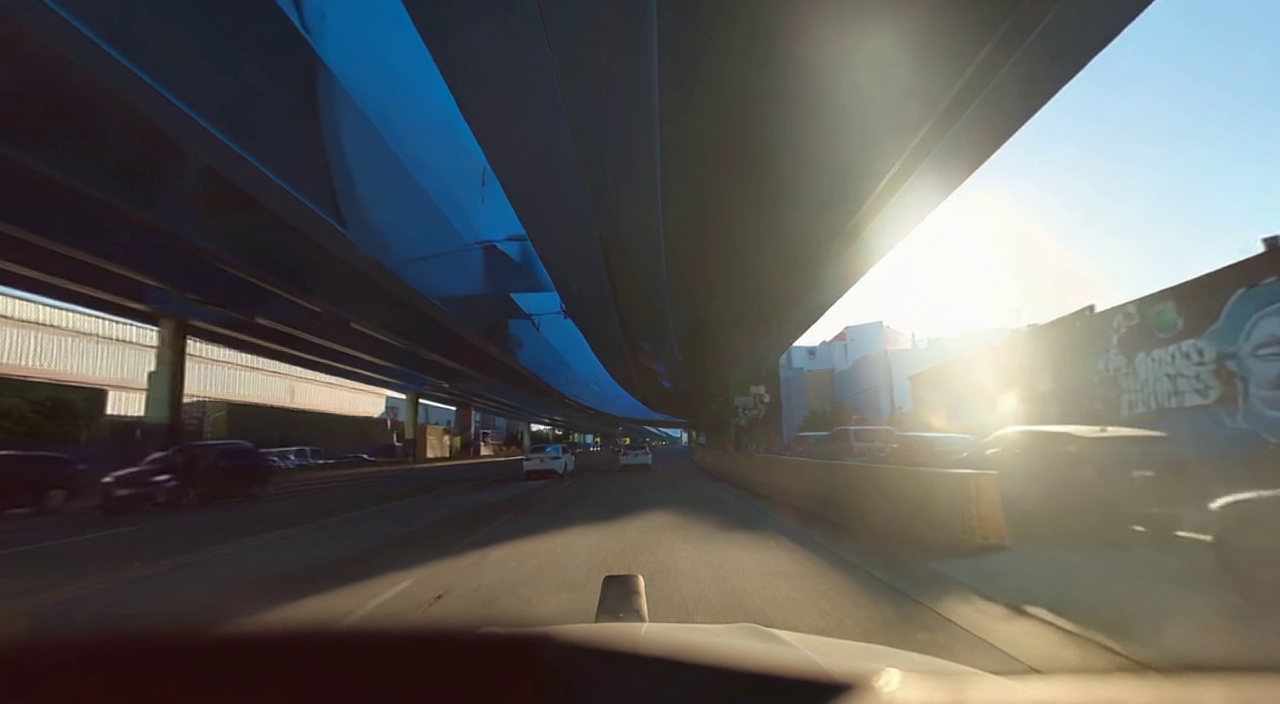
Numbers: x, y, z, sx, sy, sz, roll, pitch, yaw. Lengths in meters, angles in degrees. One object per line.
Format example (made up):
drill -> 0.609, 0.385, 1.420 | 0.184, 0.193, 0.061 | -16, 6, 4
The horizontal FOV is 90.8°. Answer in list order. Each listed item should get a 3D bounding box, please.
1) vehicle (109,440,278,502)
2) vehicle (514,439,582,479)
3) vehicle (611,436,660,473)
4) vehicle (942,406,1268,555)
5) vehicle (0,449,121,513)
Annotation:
vehicle -> -13.993, 3.716, 20.243 | 2.069, 1.728, 4.567 | 0, -8, 0
vehicle -> -3.807, 4.518, 27.059 | 2.024, 1.533, 4.549 | -1, -8, 3
vehicle -> -0.196, 4.813, 29.874 | 2.155, 1.571, 3.734 | 0, -8, 1
vehicle -> 6.439, 1.801, 9.490 | 1.940, 1.738, 3.956 | -1, -8, 2
vehicle -> -17.750, 3.609, 18.010 | 2.056, 1.643, 4.362 | -1, -8, 2
